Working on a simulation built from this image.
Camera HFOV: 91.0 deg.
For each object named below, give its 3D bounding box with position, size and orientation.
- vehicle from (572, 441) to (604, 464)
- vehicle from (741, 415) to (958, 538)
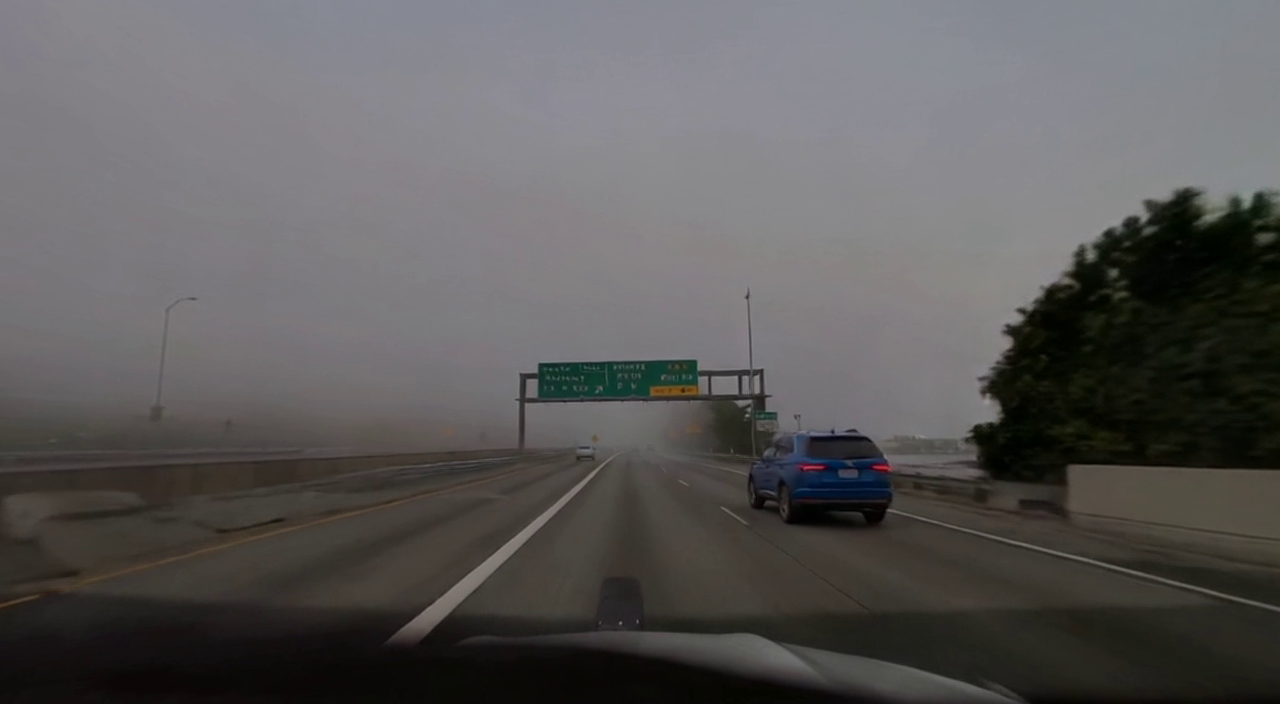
[{"bbox_3d":[-3.804,7.448,46.811,2.012,1.571,4.232,0,-9,0],"label":"vehicle"},{"bbox_3d":[3.473,2.208,11.795,2.296,1.790,5.067,0,-9,0],"label":"vehicle"}]
